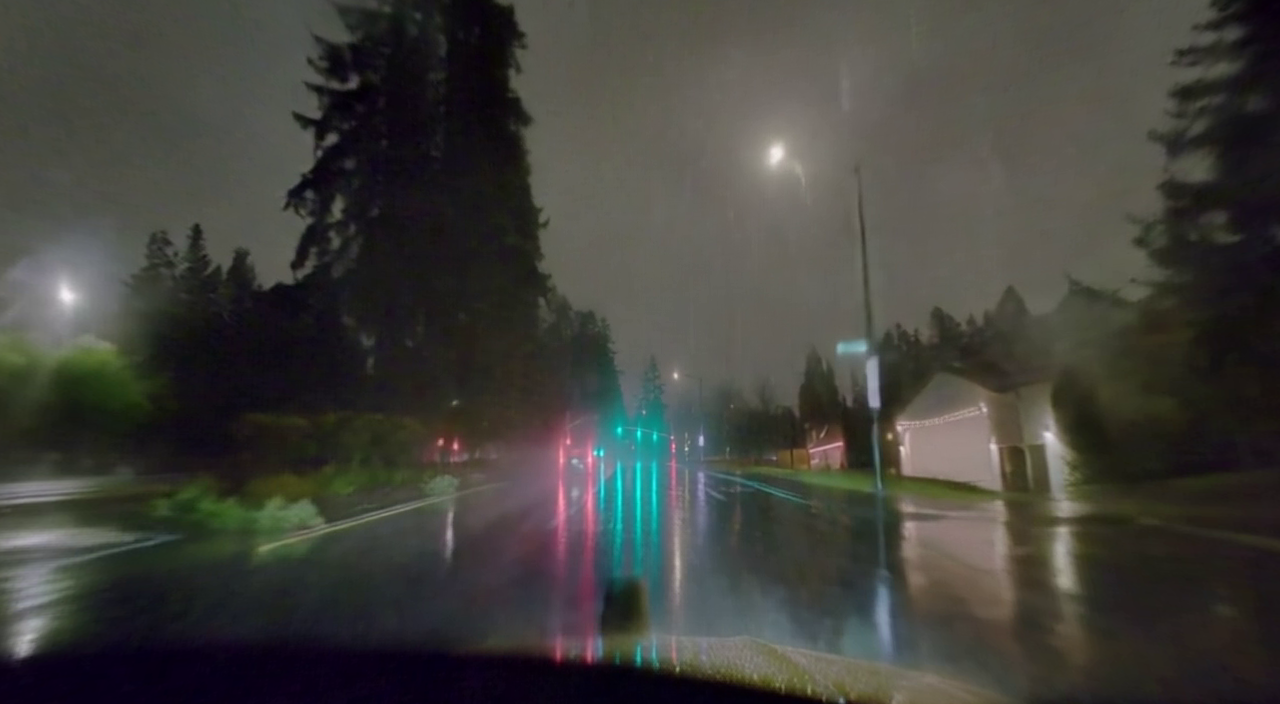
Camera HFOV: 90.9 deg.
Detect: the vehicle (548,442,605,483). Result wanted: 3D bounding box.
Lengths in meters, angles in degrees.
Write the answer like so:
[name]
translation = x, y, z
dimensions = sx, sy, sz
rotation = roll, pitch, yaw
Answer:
[vehicle]
translation = -2.757, 4.891, 28.231
dimensions = 2.016, 1.694, 4.335
rotation = 0, -8, 1
